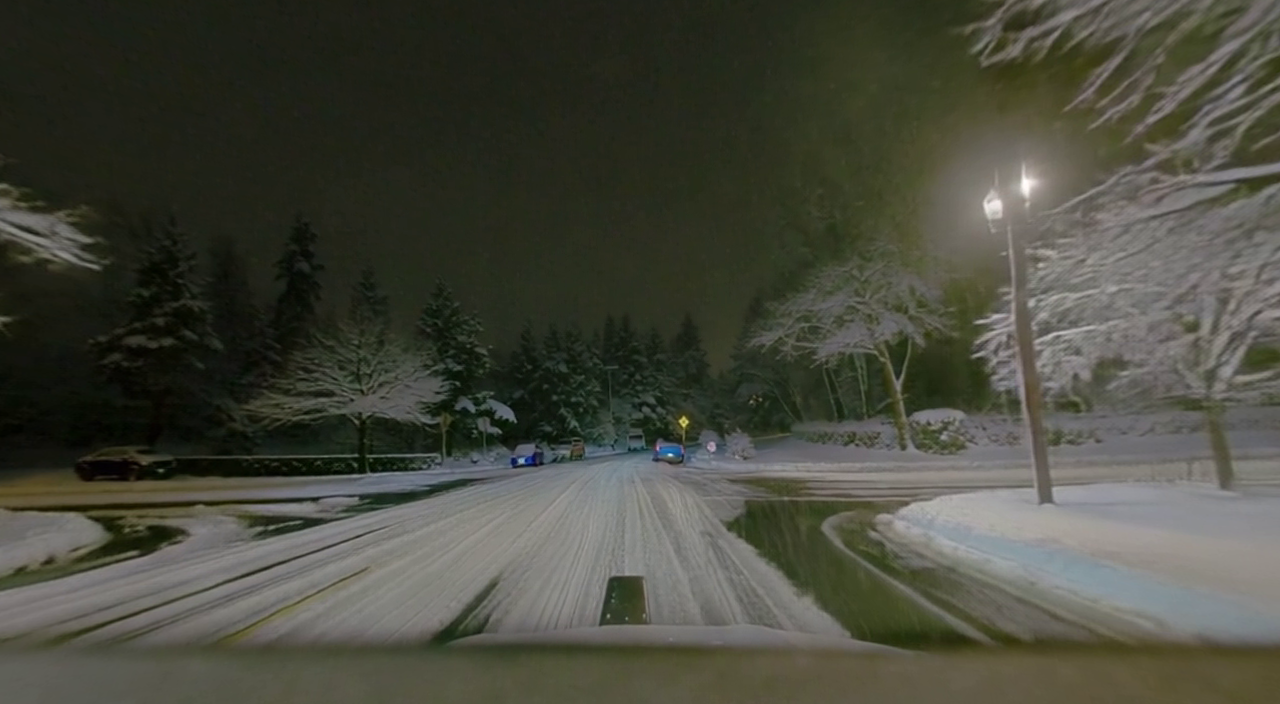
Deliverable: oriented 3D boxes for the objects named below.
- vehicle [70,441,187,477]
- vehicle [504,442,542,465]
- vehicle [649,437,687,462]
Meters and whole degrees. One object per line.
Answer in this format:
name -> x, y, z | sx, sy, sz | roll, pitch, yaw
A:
vehicle -> -27.646, 5.744, 34.108 | 4.986, 1.796, 2.066 | -2, -8, 12
vehicle -> -8.294, 7.234, 45.087 | 2.102, 1.507, 4.049 | 0, -8, -2
vehicle -> 1.695, 6.151, 39.794 | 2.051, 1.461, 4.100 | 0, -8, -2
